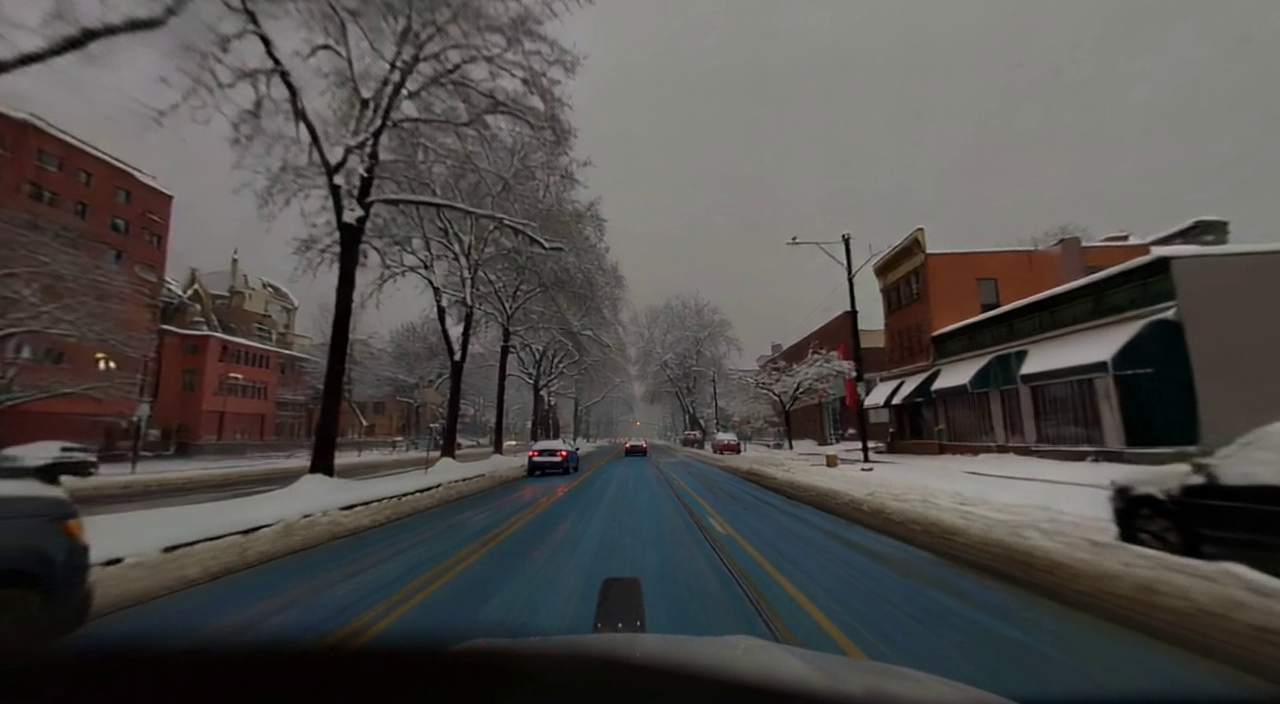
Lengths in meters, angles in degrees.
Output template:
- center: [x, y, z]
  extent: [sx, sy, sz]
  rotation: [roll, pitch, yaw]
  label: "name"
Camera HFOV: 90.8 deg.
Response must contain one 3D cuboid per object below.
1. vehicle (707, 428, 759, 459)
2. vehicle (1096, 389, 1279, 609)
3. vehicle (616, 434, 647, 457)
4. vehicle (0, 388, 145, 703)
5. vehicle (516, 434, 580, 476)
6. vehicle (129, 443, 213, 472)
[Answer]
- center: [5.958, 6.005, 41.347]
  extent: [2.390, 1.816, 6.050]
  rotation: [0, -8, -1]
  label: "vehicle"
- center: [6.391, 1.091, 4.380]
  extent: [2.206, 1.803, 5.753]
  rotation: [0, -8, 1]
  label: "vehicle"
- center: [-0.551, 6.395, 43.267]
  extent: [1.999, 1.520, 3.896]
  rotation: [0, -8, 0]
  label: "vehicle"
- center: [-3.590, 0.687, 1.021]
  extent: [1.995, 1.524, 4.438]
  rotation: [0, -8, -1]
  label: "vehicle"
- center: [-3.599, 4.123, 25.484]
  extent: [1.934, 1.522, 4.287]
  rotation: [0, -8, 0]
  label: "vehicle"
- center: [-34.174, 7.689, 46.105]
  extent: [4.285, 1.860, 2.302]
  rotation: [-3, -9, 0]
  label: "vehicle"
